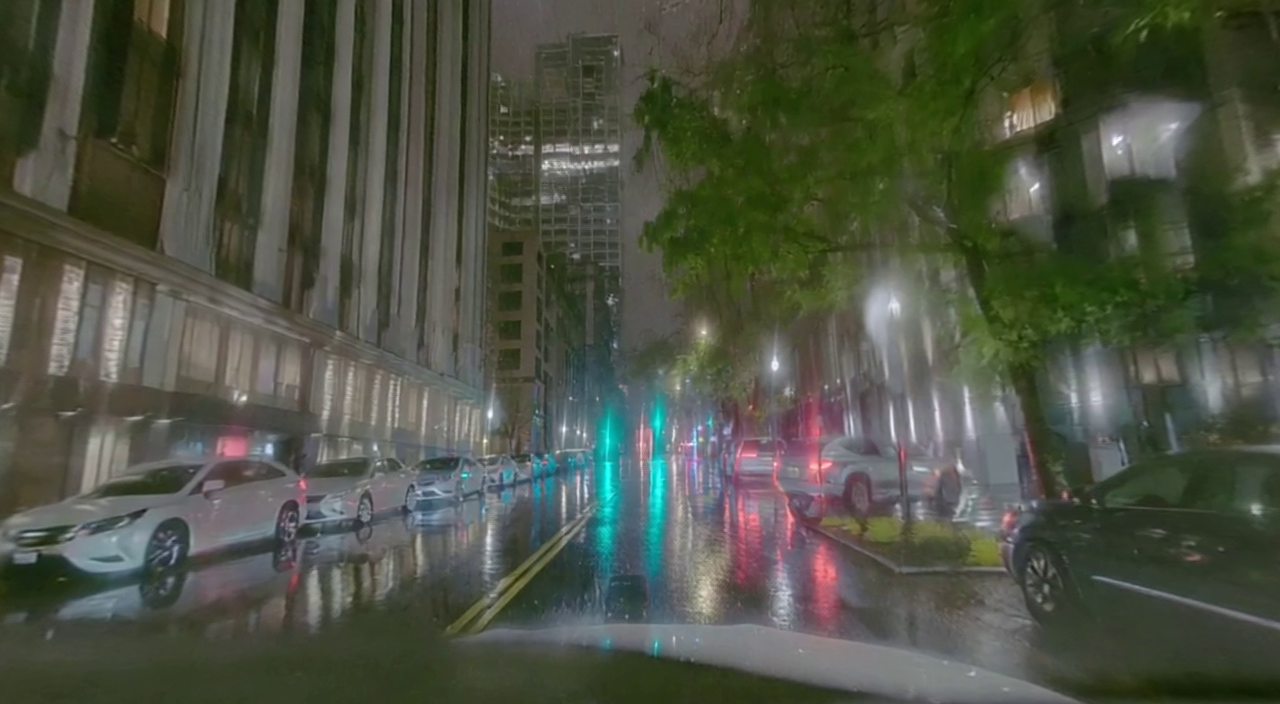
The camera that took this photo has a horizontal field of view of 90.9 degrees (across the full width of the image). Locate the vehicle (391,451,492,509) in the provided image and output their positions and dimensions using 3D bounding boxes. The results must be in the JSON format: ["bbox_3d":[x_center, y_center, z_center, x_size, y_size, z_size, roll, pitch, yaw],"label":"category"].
[{"bbox_3d":[-6.490,4.202,21.260,1.944,1.574,4.717,-2,-8,-1],"label":"vehicle"}]

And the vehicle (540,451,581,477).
[{"bbox_3d":[-5.391,7.643,43.318,2.270,1.539,4.855,-2,-8,-1],"label":"vehicle"}]

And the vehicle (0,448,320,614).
[{"bbox_3d":[-7.040,2.275,9.119,2.244,1.616,5.013,-2,-8,-1],"label":"vehicle"}]

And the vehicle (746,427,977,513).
[{"bbox_3d":[5.246,2.843,15.607,4.772,1.876,2.400,-1,-8,0],"label":"vehicle"}]

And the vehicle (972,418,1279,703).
[{"bbox_3d":[4.529,1.231,4.027,2.331,1.533,4.831,0,-8,2],"label":"vehicle"}]

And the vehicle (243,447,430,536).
[{"bbox_3d":[-6.762,3.103,14.780,2.123,1.596,4.659,-2,-8,-1],"label":"vehicle"}]

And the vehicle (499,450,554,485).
[{"bbox_3d":[-5.839,5.969,32.905,2.110,1.498,4.555,-2,-8,-1],"label":"vehicle"}]
